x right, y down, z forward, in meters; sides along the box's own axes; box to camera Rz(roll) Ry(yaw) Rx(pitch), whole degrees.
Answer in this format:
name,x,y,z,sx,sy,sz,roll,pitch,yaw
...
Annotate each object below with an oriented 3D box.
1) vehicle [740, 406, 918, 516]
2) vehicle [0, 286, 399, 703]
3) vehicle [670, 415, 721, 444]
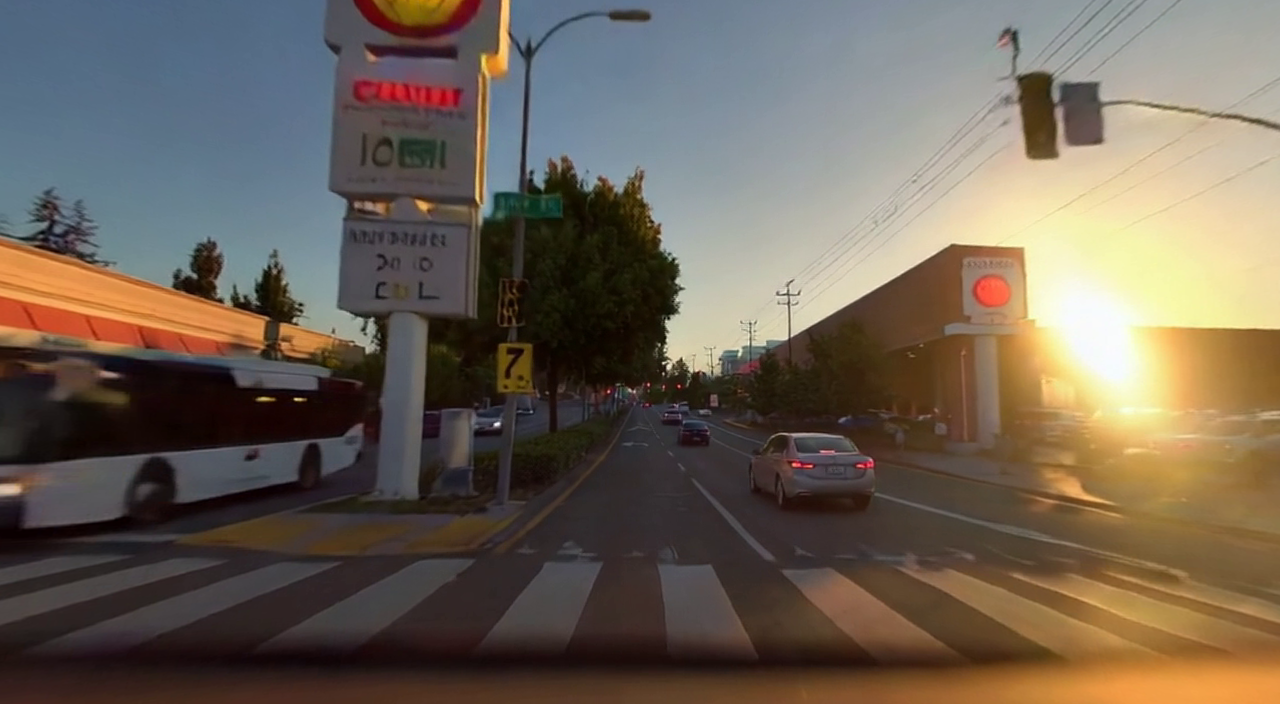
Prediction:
name,x,y,z,sx,sy,sz,roll,pitch,yaw
vehicle,3.266,1.997,11.928,1.999,1.679,4.217,1,-8,-1
vehicle,-3.661,1.071,4.833,2.189,1.836,4.693,0,-12,-6
vehicle,2.934,4.250,34.253,2.282,1.458,4.362,1,-8,-1
